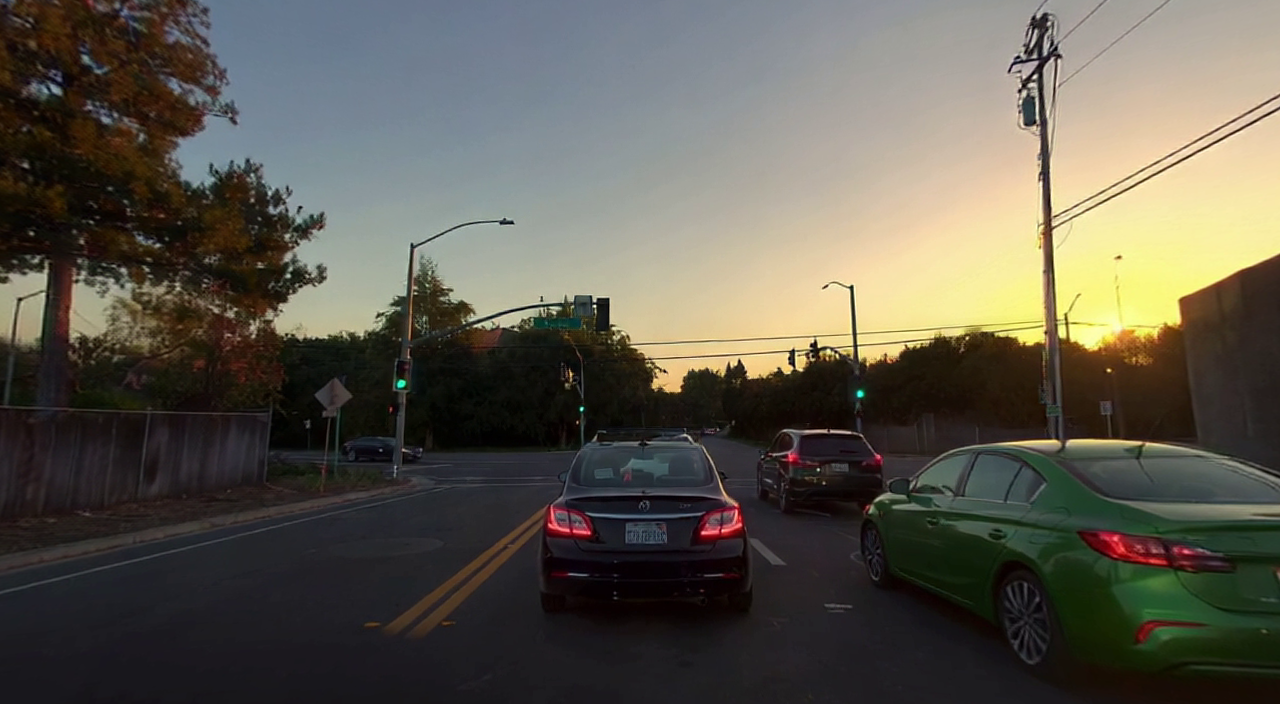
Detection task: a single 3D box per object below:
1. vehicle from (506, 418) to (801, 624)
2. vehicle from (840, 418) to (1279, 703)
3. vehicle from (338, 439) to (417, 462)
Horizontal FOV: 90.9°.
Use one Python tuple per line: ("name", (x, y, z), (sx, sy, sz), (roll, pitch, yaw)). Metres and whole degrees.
("vehicle", (0.076, 1.570, 6.896), (2.170, 1.497, 4.369), (0, -8, -1))
("vehicle", (3.098, 1.255, 4.224), (2.027, 1.432, 4.431), (0, -8, 0))
("vehicle", (-17.228, 6.453, 41.460), (4.406, 1.458, 1.892), (-1, -8, 7))
